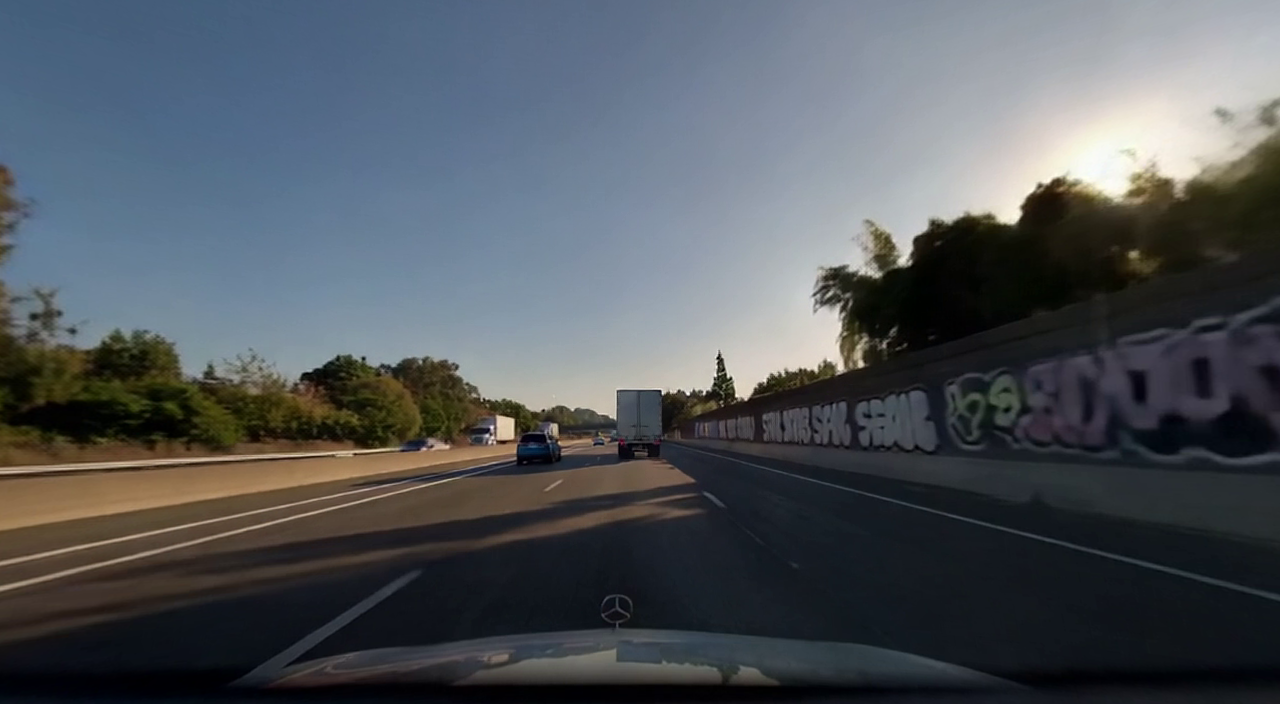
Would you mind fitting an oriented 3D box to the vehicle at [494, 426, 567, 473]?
[{"bbox_3d":[-4.172,3.779,24.665,2.058,1.645,4.130,0,-8,0],"label":"vehicle"}]

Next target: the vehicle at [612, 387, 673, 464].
[{"bbox_3d":[0.031,4.141,34.739,2.927,3.649,9.443,0,-8,-1],"label":"vehicle"}]
